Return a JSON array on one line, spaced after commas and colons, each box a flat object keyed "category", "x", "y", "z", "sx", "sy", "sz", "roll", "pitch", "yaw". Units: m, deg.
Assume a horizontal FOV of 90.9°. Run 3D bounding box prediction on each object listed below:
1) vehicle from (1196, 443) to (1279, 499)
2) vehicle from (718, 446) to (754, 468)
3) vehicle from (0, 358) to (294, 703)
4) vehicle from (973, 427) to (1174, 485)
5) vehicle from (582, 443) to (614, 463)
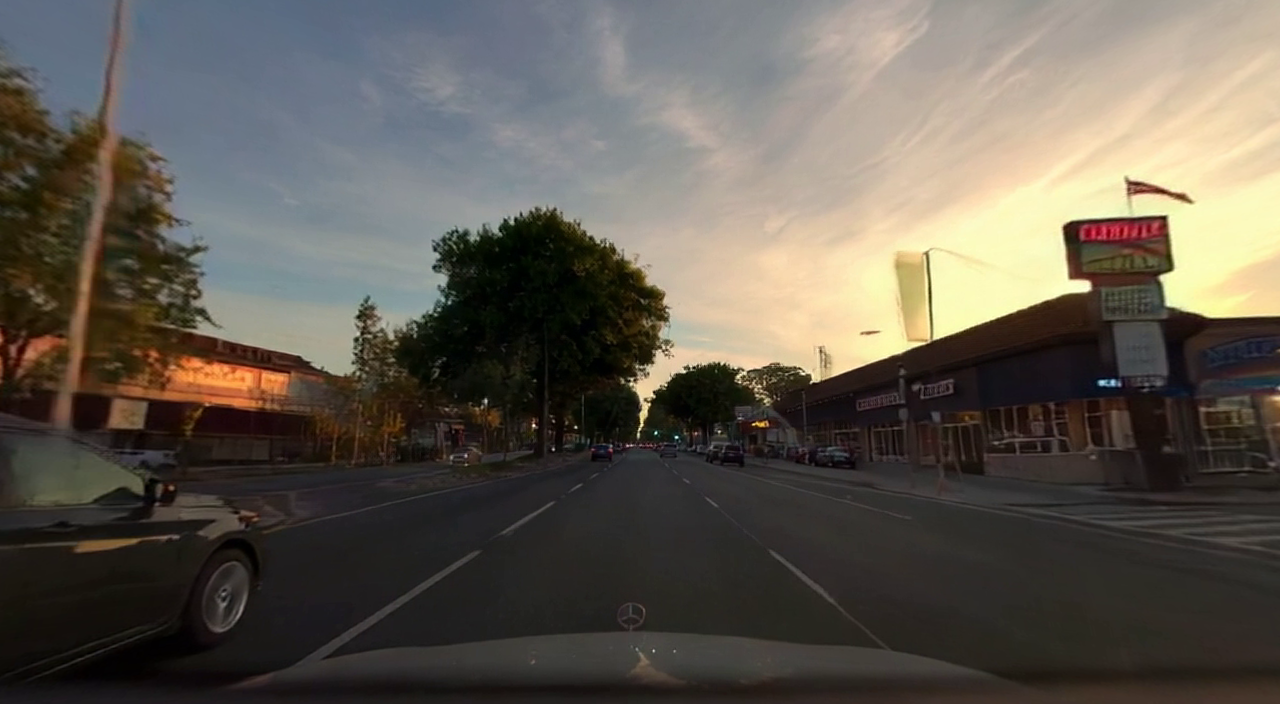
[{"category": "vehicle", "x": 20.512, "y": 3.935, "z": 21.332, "sx": 2.102, "sy": 1.673, "sz": 4.947, "roll": -8, "pitch": -12, "yaw": 44}, {"category": "vehicle", "x": 6.796, "y": 7.470, "z": 44.960, "sx": 1.888, "sy": 1.425, "sz": 4.547, "roll": 0, "pitch": -8, "yaw": 0}, {"category": "vehicle", "x": -3.525, "y": 0.853, "z": 2.520, "sx": 1.983, "sy": 1.635, "sz": 3.957, "roll": 0, "pitch": -8, "yaw": 0}, {"category": "vehicle", "x": 15.820, "y": 3.734, "z": 23.396, "sx": 1.691, "sy": 1.670, "sz": 5.790, "roll": 0, "pitch": -4, "yaw": -39}, {"category": "vehicle", "x": -3.094, "y": 7.520, "z": 47.126, "sx": 2.005, "sy": 1.446, "sz": 4.265, "roll": 0, "pitch": -8, "yaw": 1}]
